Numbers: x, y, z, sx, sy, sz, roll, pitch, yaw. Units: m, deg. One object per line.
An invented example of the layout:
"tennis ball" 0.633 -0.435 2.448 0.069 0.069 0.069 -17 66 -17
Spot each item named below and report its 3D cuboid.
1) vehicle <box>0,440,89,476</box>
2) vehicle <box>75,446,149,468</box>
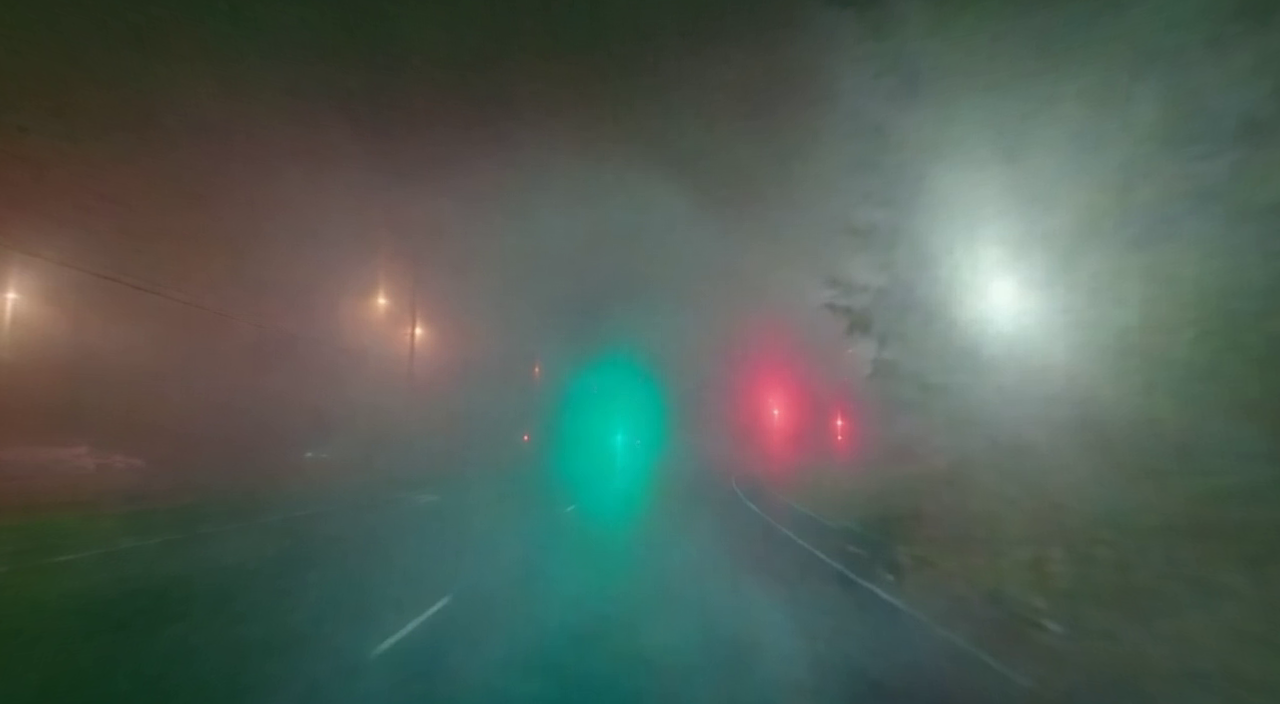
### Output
"vehicle" -33.503 5.752 34.403 1.913 1.779 4.959 -1 -9 7
"vehicle" -36.763 7.306 43.903 3.737 1.444 1.680 -1 -9 6
